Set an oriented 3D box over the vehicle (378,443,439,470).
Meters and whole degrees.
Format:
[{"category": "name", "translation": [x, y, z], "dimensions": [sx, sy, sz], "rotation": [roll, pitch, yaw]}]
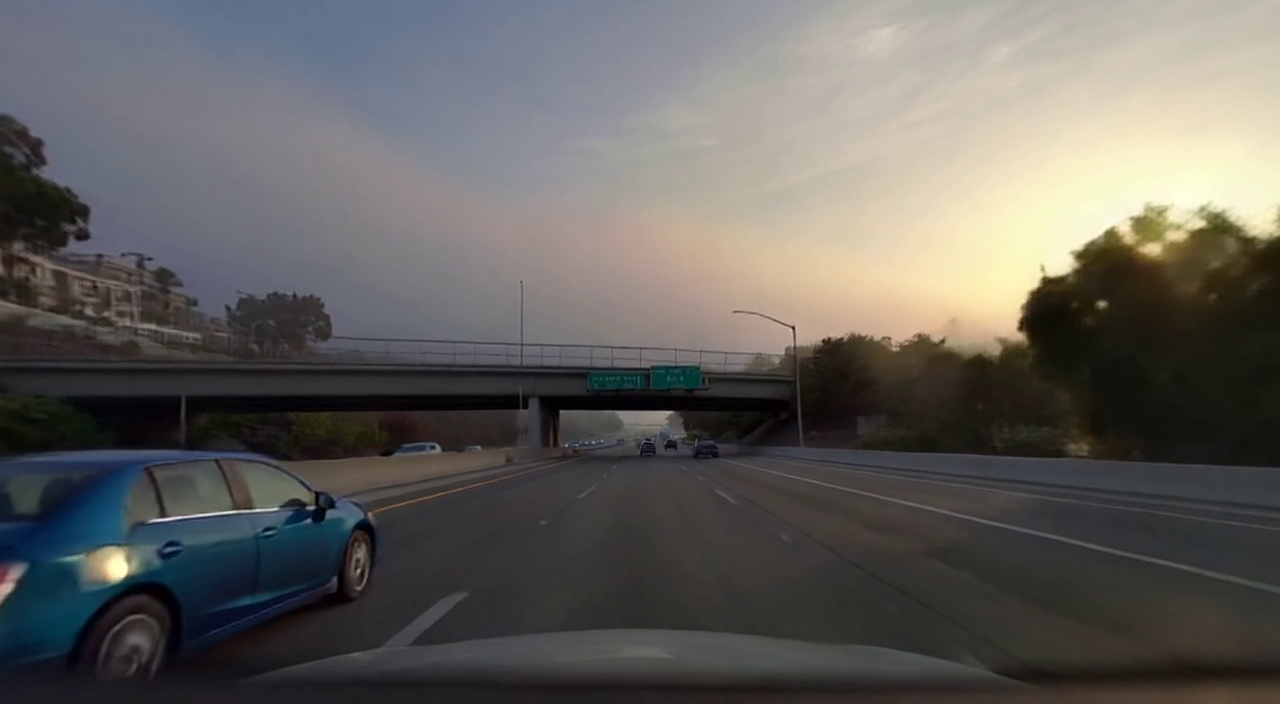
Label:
[{"category": "vehicle", "translation": [-14.652, 6.635, 40.271], "dimensions": [2.024, 1.557, 4.788], "rotation": [0, -8, 1]}]
